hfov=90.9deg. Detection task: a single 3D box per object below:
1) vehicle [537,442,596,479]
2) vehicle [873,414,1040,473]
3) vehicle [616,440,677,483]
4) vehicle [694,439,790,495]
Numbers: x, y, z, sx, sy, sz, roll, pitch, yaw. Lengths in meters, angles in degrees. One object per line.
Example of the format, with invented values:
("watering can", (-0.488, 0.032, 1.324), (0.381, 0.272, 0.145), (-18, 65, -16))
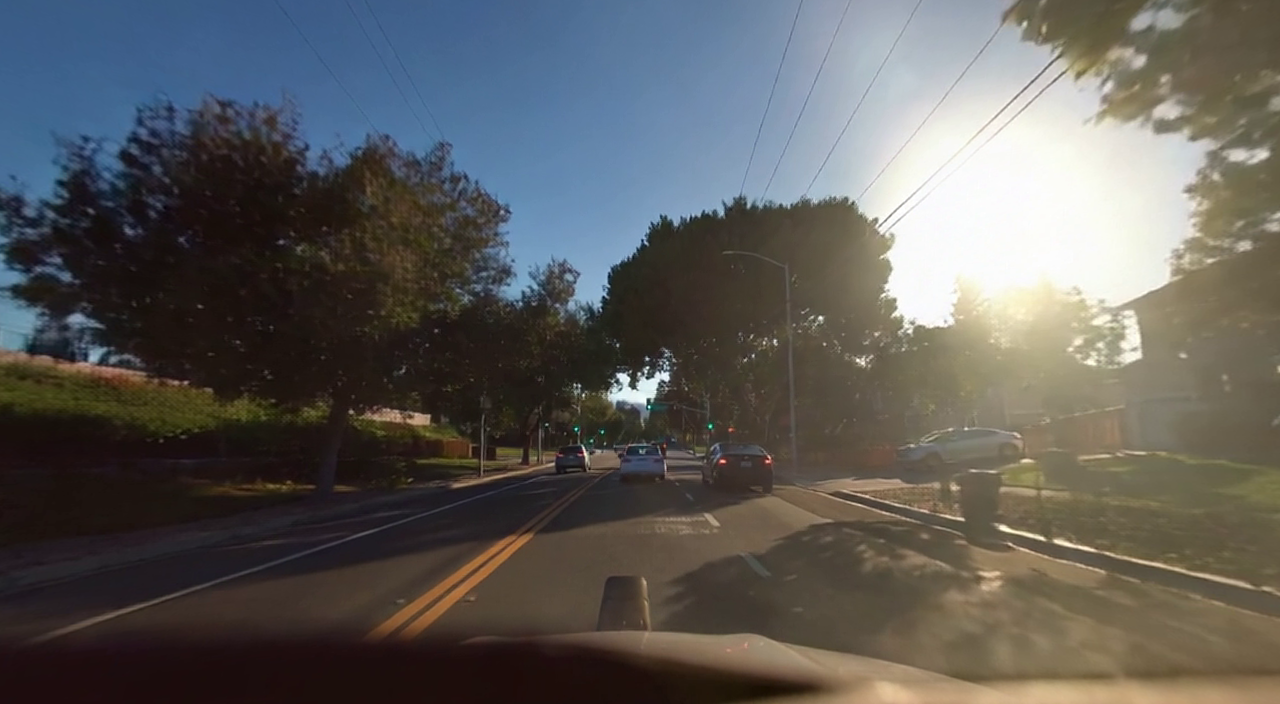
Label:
("vehicle", (-3.152, 4.766, 28.012), (2.012, 1.505, 4.205), (0, -8, 2))
("vehicle", (13.830, 4.025, 27.855), (5.929, 1.970, 2.381), (-5, -8, -2))
("vehicle", (0.209, 4.062, 23.744), (2.101, 1.467, 4.210), (0, -8, 0))
("vehicle", (2.964, 3.455, 19.401), (2.158, 1.483, 4.415), (0, -8, -1))
